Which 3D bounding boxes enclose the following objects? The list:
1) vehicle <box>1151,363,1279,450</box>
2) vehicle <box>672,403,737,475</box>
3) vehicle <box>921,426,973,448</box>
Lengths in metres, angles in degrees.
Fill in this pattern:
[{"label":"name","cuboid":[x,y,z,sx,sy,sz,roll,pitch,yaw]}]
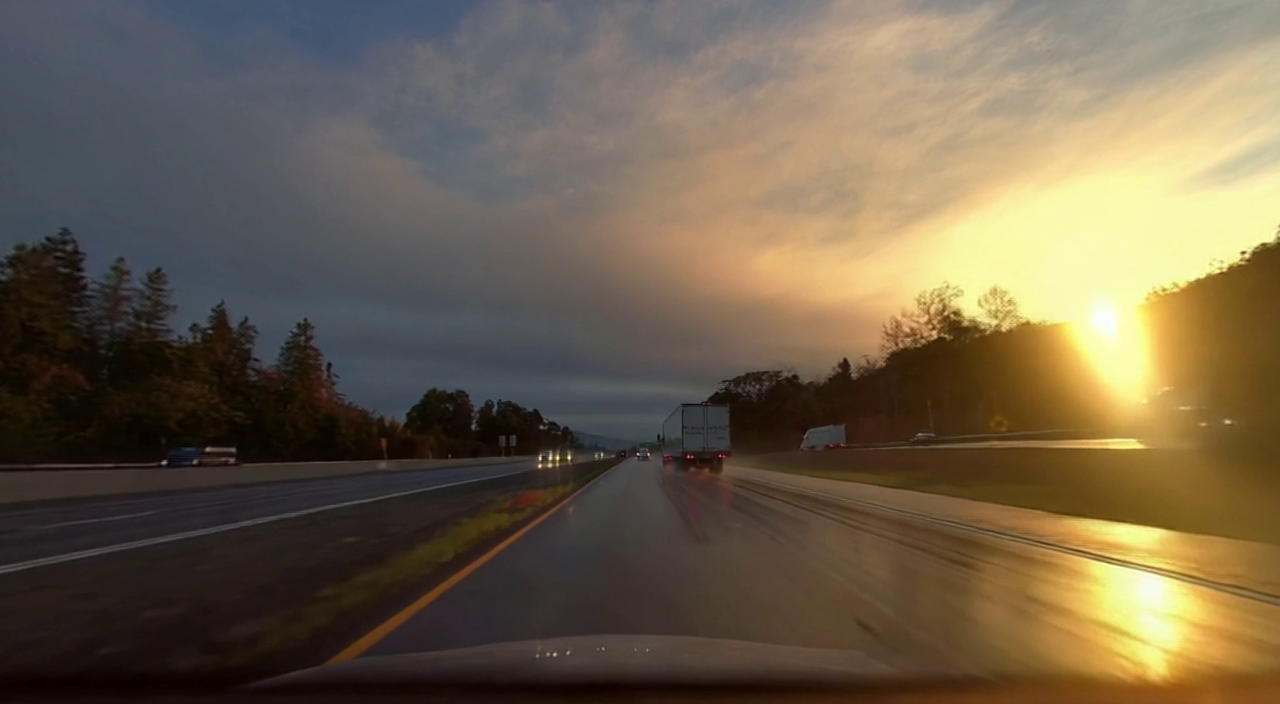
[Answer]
[{"label":"vehicle","cuboid":[35.422,3.709,39.195,2.833,4.493,14.015,-5,-9,29]},{"label":"vehicle","cuboid":[4.059,6.059,43.064,3.185,4.154,12.638,0,-9,0]},{"label":"vehicle","cuboid":[22.918,6.409,47.094,1.800,1.506,3.851,0,-9,-1]}]
